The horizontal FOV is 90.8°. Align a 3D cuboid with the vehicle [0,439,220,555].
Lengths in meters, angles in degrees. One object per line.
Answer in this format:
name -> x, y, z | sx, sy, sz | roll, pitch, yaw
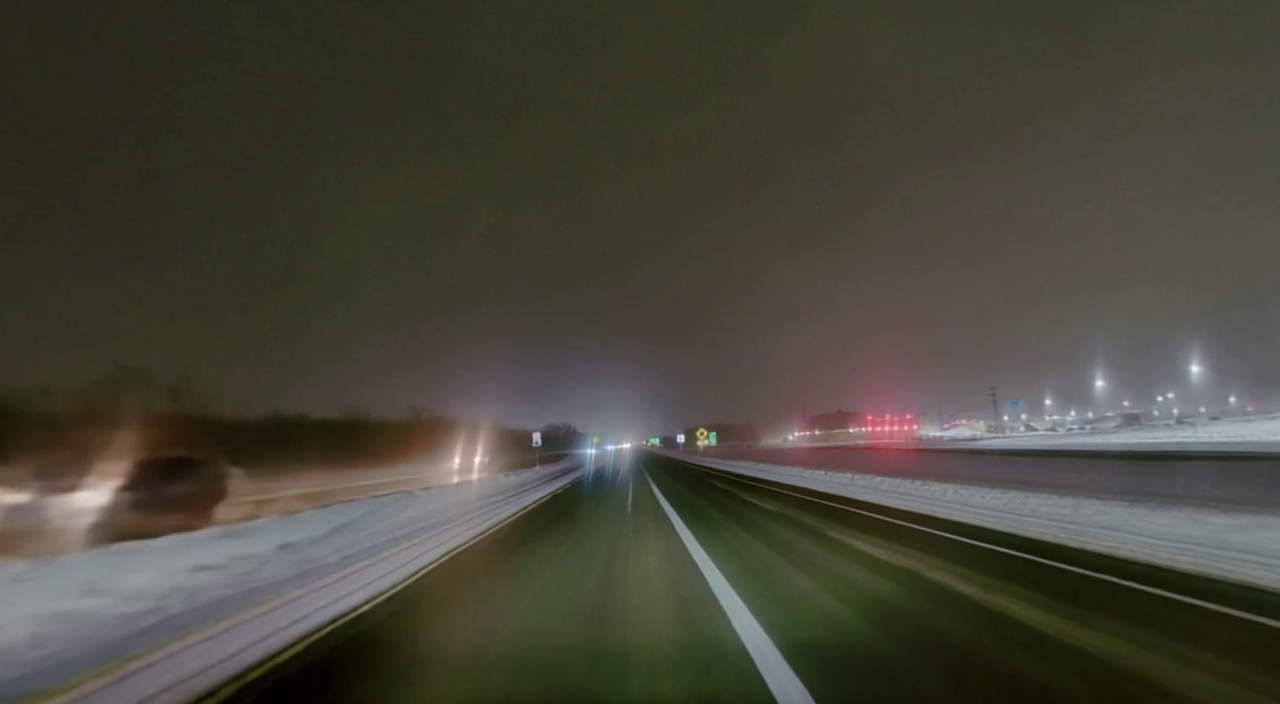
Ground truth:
vehicle -> -9.900, 2.399, 11.112 | 2.071, 1.621, 4.273 | 0, -9, -1
